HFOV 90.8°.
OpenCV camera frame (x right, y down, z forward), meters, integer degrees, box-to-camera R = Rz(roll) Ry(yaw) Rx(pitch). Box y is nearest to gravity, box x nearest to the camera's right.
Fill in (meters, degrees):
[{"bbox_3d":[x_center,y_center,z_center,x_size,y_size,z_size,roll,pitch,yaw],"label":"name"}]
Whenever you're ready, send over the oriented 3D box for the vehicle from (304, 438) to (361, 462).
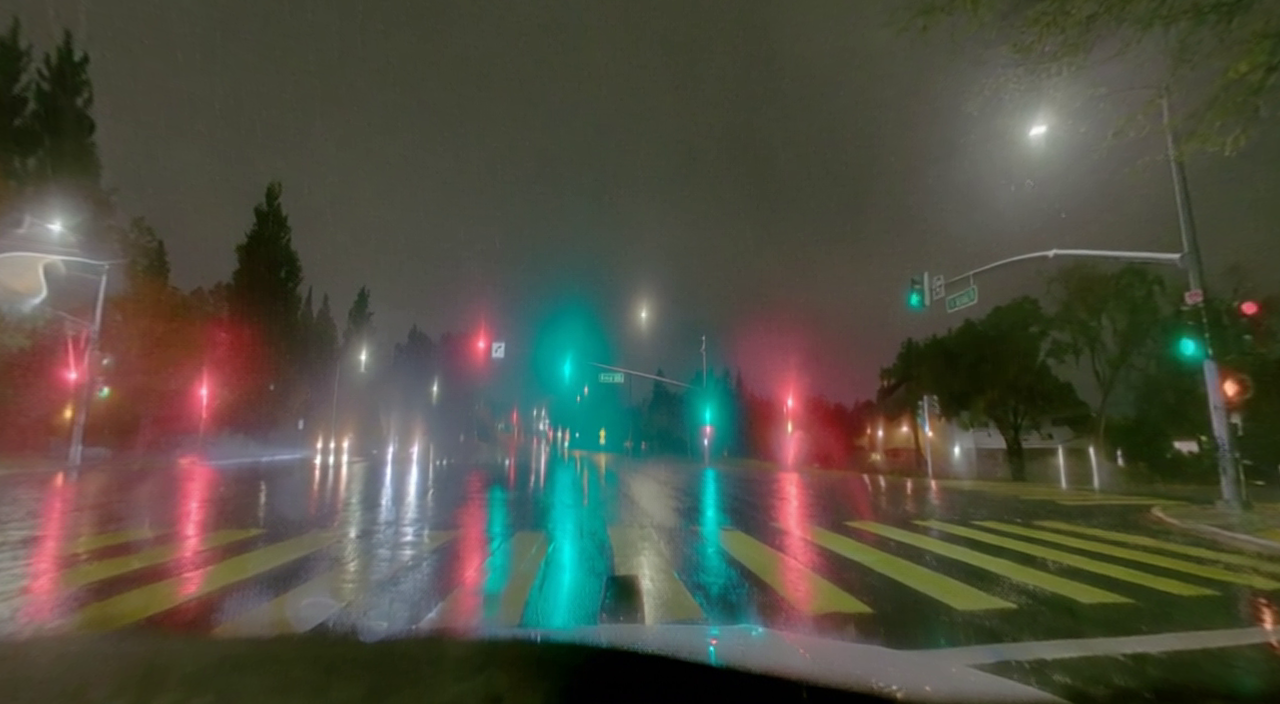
[{"bbox_3d":[-19.771,6.328,40.819,1.918,1.432,4.433,1,-9,-7],"label":"vehicle"}]
